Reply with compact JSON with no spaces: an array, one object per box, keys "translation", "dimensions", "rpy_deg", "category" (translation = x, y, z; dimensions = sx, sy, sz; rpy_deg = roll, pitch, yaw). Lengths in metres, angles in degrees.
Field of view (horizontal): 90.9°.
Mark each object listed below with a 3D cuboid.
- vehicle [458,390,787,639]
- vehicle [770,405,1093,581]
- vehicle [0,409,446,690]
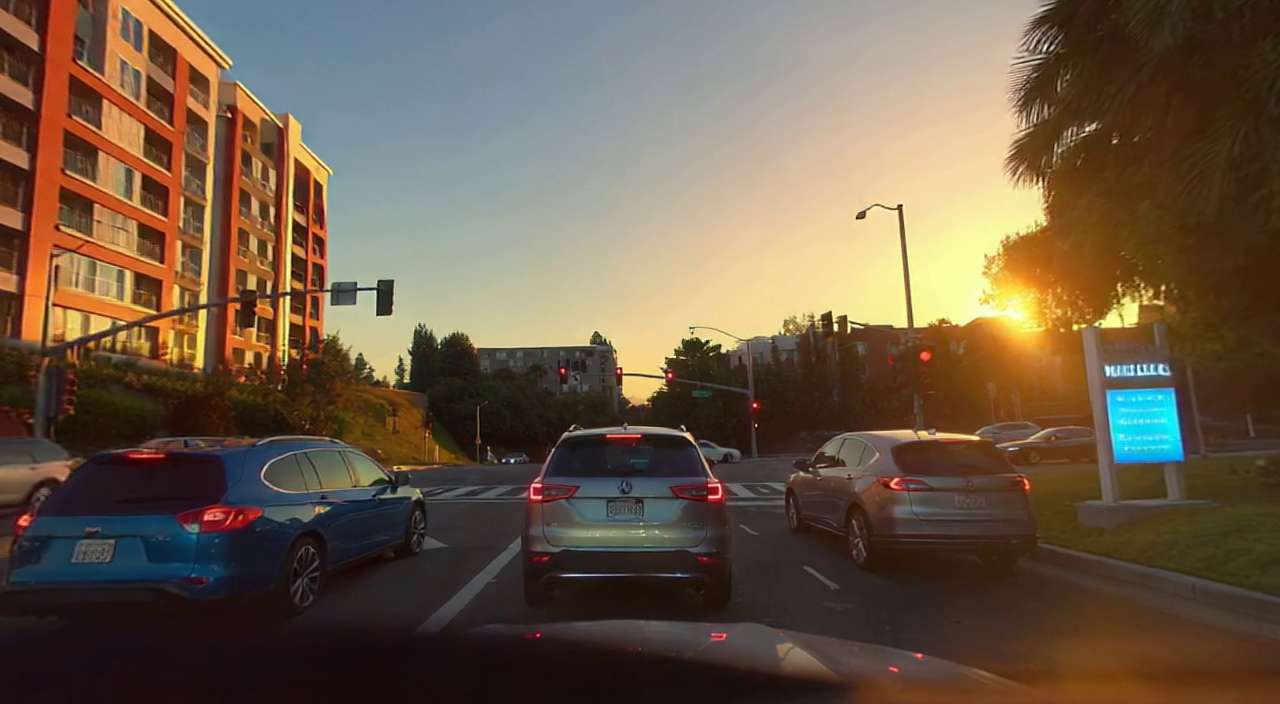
[{"translation":[-0.132,1.408,6.439],"dimensions":[2.195,1.662,4.262],"rpy_deg":[0,-8,-1],"category":"vehicle"},{"translation":[3.218,1.662,8.262],"dimensions":[2.004,1.646,4.554],"rpy_deg":[0,-8,0],"category":"vehicle"},{"translation":[-3.551,1.420,5.819],"dimensions":[1.906,1.524,4.547],"rpy_deg":[0,-8,2],"category":"vehicle"}]
